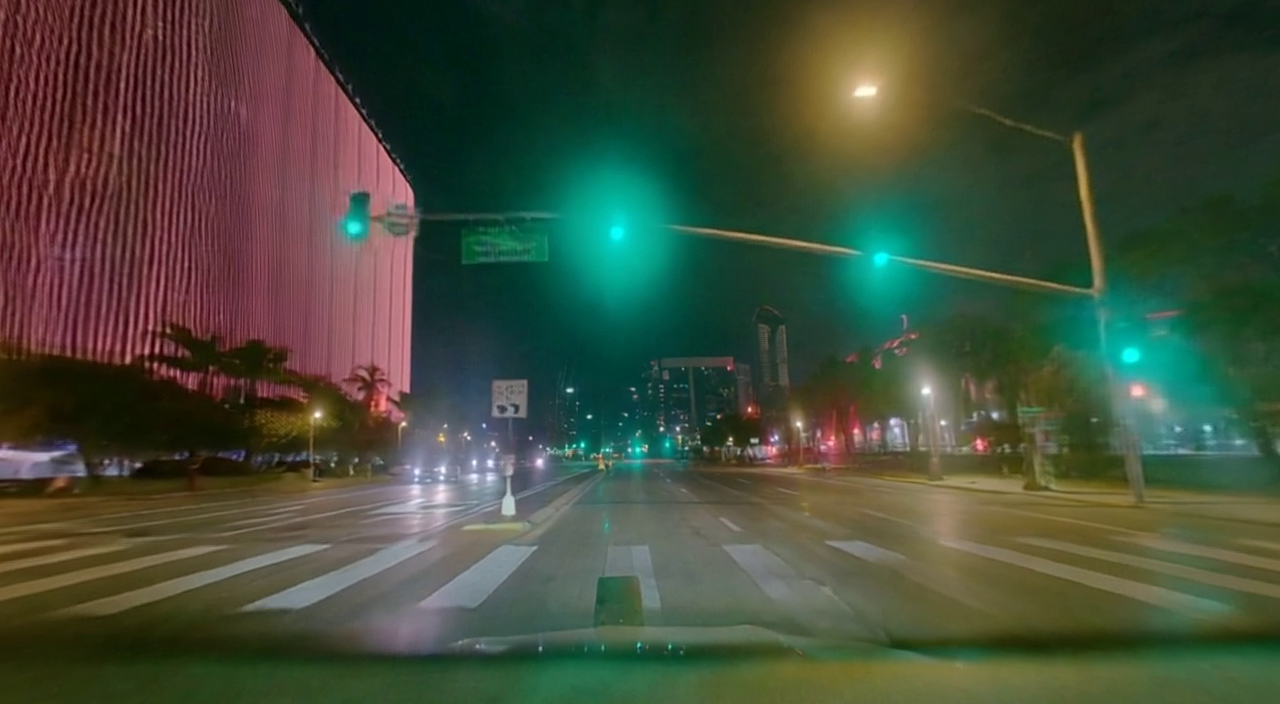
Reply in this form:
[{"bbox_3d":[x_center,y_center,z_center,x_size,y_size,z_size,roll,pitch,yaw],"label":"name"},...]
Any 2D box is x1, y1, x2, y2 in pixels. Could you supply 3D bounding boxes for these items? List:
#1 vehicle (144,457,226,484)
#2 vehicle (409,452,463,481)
[{"bbox_3d":[-32.246,8.399,44.848,4.245,1.642,2.013,-2,-9,-3],"label":"vehicle"},{"bbox_3d":[-13.022,7.310,40.606,1.923,1.641,4.551,0,-8,0],"label":"vehicle"}]
